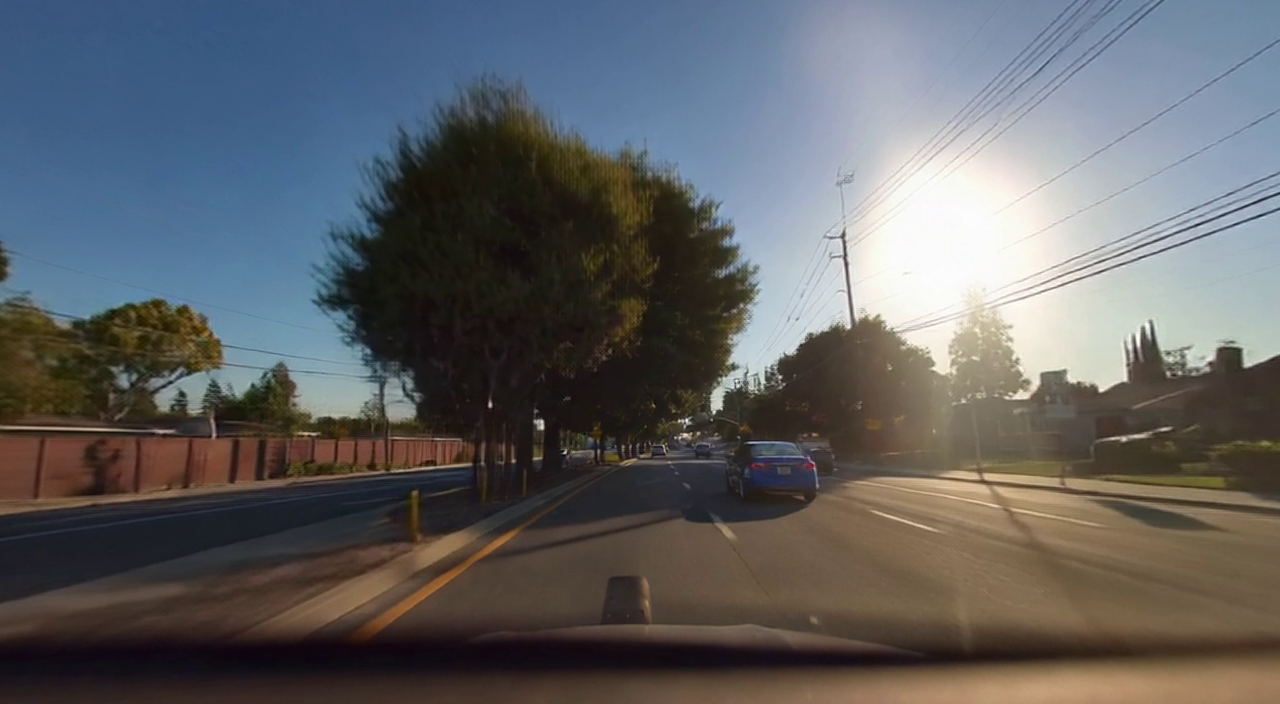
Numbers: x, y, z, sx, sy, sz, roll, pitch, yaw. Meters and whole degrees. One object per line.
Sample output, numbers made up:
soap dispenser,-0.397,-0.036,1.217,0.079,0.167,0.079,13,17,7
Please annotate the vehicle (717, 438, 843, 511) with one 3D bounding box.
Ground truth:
vehicle,3.164,2.861,15.232,2.063,1.481,4.247,0,-8,0
